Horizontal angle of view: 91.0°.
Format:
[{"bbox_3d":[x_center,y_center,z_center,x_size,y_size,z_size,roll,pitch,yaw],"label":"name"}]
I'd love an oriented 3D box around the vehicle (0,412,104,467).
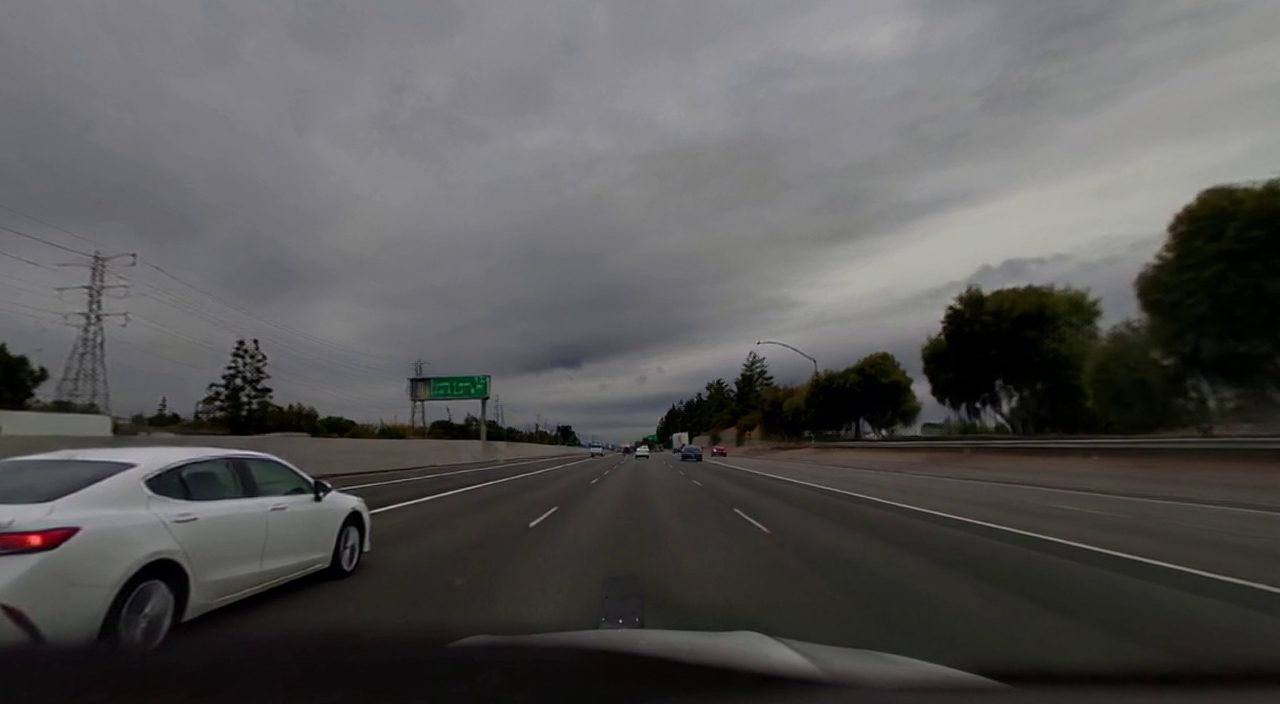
[{"bbox_3d":[-45.330,6.360,45.515,3.003,3.786,10.840,-1,-9,4],"label":"vehicle"}]
